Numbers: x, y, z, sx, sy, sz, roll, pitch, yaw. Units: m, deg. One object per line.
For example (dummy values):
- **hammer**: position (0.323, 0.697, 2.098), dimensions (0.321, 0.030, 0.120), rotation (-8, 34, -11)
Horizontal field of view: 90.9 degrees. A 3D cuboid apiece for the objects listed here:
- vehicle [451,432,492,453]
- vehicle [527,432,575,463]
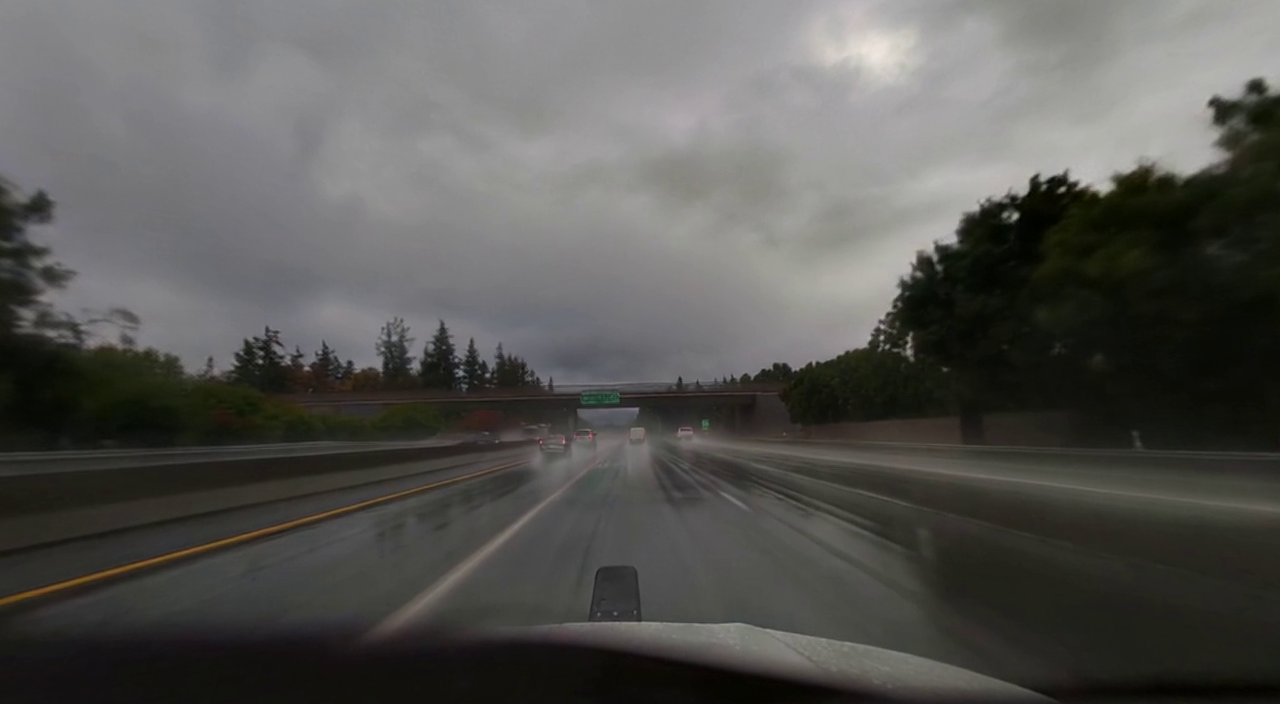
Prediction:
- **vehicle**: position (-13.292, 7.138, 49.979), dimensions (1.994, 1.594, 4.817), rotation (0, -8, 0)
- **vehicle**: position (-4.476, 4.856, 32.237), dimensions (1.933, 1.473, 4.023), rotation (0, -8, -1)
